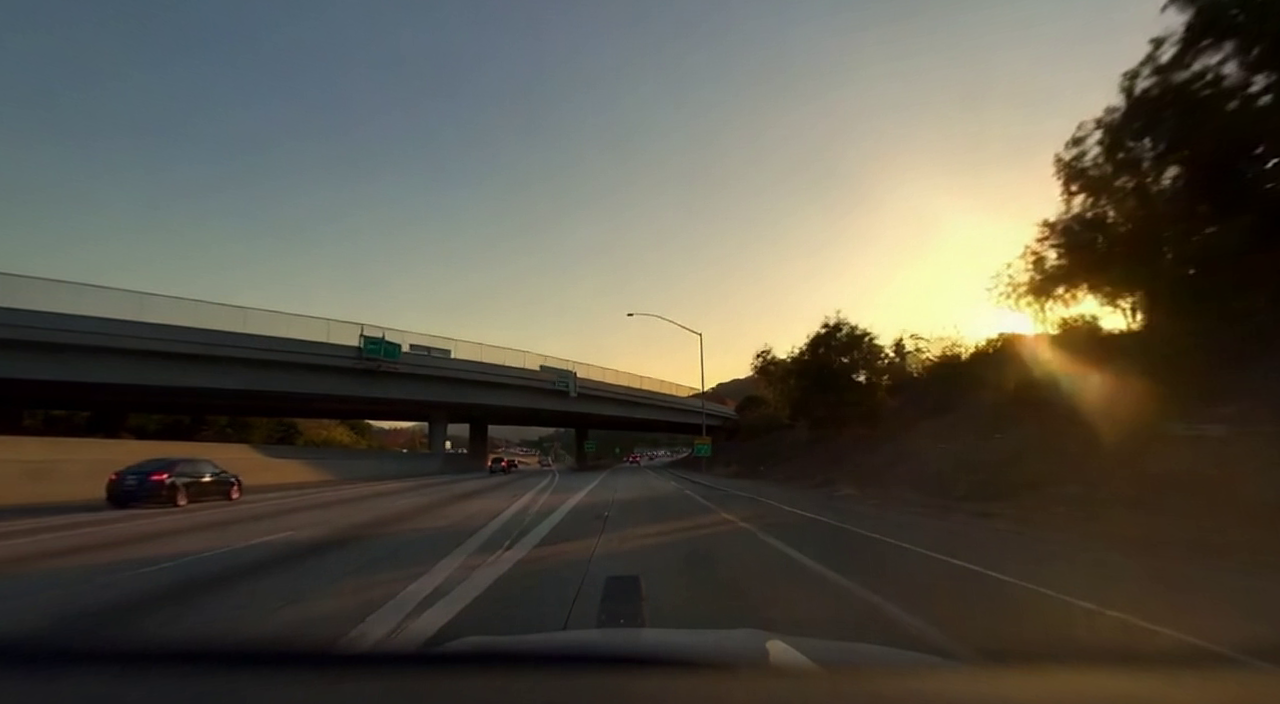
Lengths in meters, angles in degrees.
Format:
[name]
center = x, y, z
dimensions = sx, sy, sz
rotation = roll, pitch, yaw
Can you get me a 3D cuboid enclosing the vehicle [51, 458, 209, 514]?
[vehicle]
center = -17.517, 4.603, 21.963
dimensions = 2.093, 1.735, 4.285
rotation = 1, -10, -5
